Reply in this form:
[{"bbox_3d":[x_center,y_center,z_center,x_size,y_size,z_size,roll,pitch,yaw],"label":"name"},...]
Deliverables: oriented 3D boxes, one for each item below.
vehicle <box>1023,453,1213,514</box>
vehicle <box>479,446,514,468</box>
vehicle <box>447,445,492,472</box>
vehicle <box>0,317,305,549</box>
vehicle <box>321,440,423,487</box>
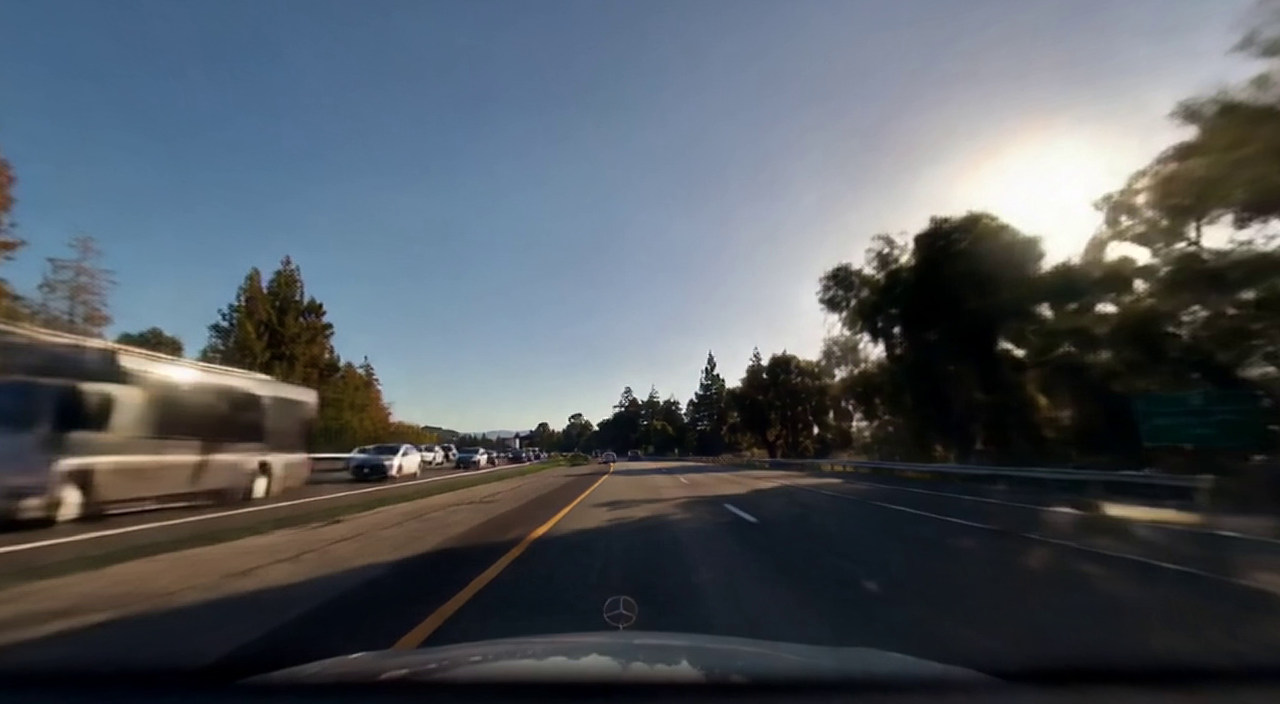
[{"bbox_3d":[13.883,3.802,18.659,1.941,1.536,4.585,0,-9,-2],"label":"vehicle"},{"bbox_3d":[-10.629,7.799,46.564,1.832,1.507,3.859,0,-9,-2],"label":"vehicle"},{"bbox_3d":[-10.136,6.350,37.563,1.797,1.477,3.854,0,-9,-3],"label":"vehicle"},{"bbox_3d":[-8.559,1.429,10.525,2.356,2.637,6.975,0,-9,-4],"label":"vehicle"},{"bbox_3d":[-9.235,3.862,22.016,1.839,1.474,4.225,0,-9,-3],"label":"vehicle"}]
